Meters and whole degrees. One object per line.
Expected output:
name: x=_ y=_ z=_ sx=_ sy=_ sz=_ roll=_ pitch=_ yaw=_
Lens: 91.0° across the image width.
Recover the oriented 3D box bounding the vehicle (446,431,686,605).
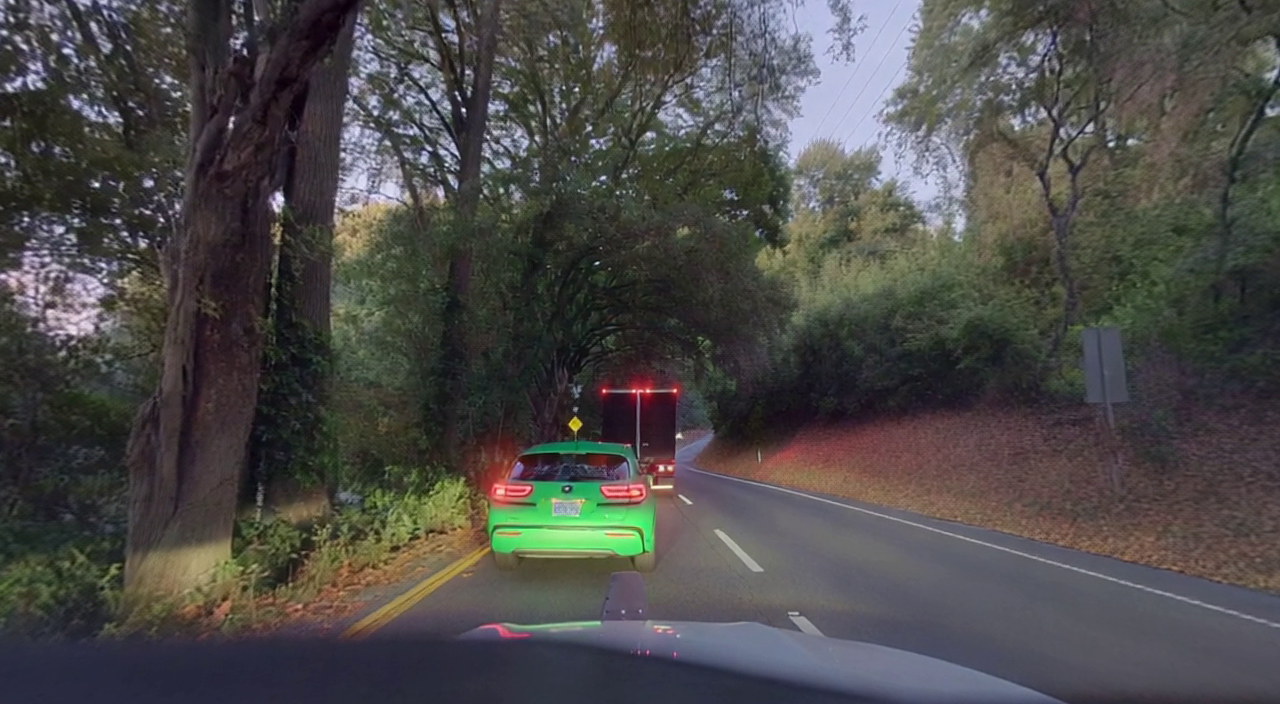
vehicle: x=-0.632 y=1.754 z=7.580 sx=2.076 sy=1.490 sz=4.078 roll=0 pitch=-9 yaw=0
